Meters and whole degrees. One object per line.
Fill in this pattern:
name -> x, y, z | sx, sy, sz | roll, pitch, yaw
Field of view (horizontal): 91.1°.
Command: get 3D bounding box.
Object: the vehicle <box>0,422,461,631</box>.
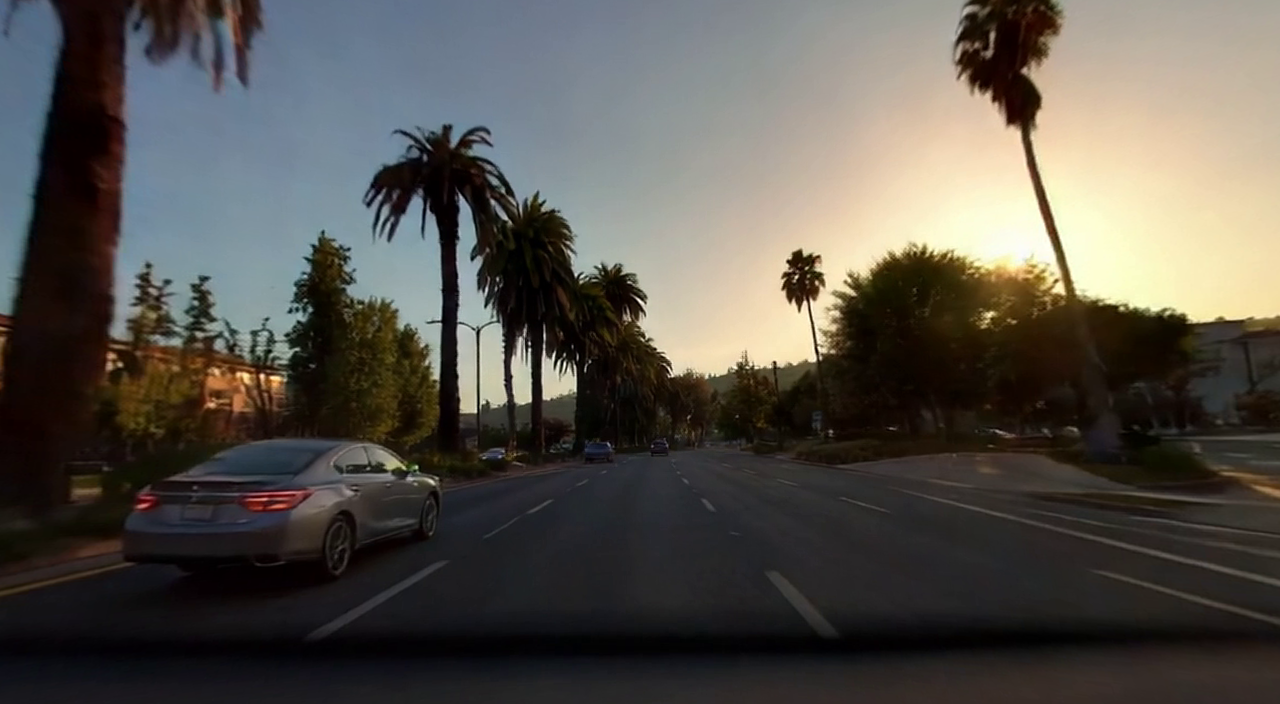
vehicle -> -3.754, 1.604, 6.945 | 2.036, 1.478, 4.771 | 0, -8, 1

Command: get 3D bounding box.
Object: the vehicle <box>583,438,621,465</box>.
vehicle -> -2.767, 7.316, 46.311 | 2.188, 1.819, 4.667 | -1, -8, 4
